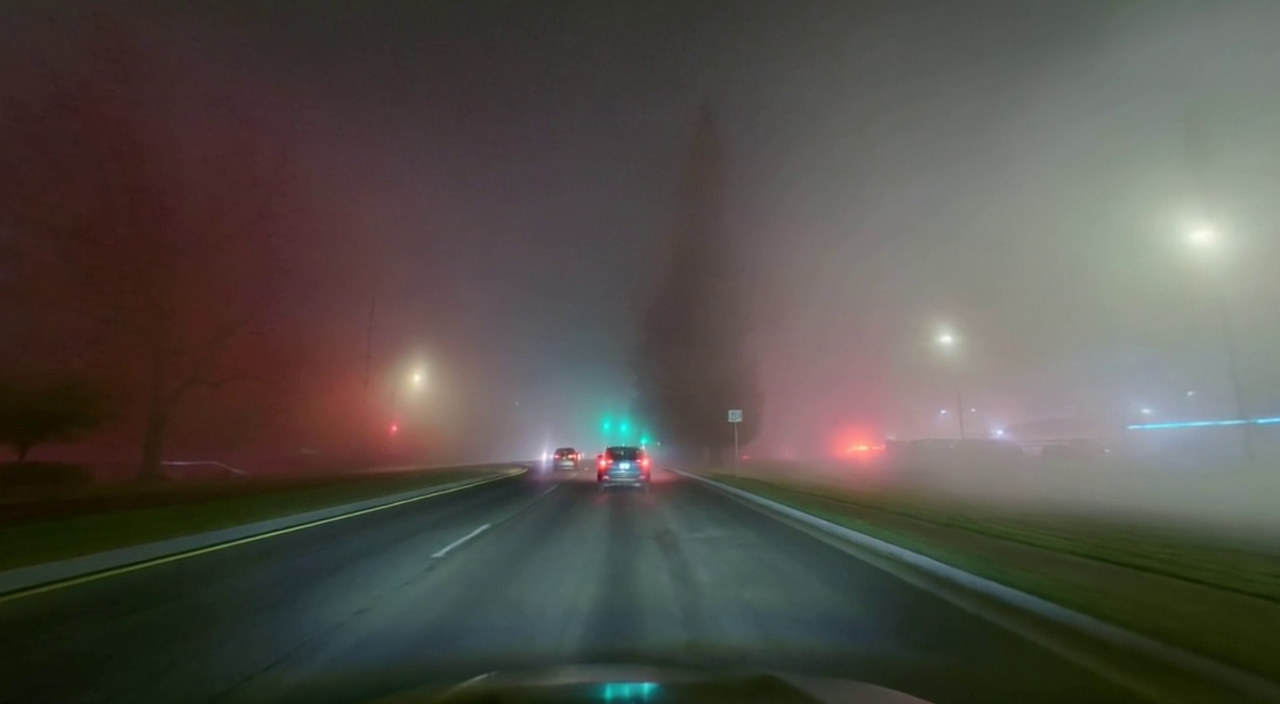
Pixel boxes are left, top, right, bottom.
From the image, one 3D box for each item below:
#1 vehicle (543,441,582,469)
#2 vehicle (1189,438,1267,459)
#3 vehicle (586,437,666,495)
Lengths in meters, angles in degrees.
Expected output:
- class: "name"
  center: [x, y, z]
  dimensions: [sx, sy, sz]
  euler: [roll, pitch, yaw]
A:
- class: "vehicle"
  center: [-5.140, 6.912, 42.440]
  dimensions: [2.189, 1.776, 4.342]
  euler: [0, -9, -2]
- class: "vehicle"
  center: [44.523, 7.318, 47.770]
  dimensions: [1.746, 1.442, 4.132]
  euler: [-3, -8, -2]
- class: "vehicle"
  center: [-0.488, 3.567, 20.126]
  dimensions: [2.235, 1.597, 4.918]
  euler: [0, -9, -2]
